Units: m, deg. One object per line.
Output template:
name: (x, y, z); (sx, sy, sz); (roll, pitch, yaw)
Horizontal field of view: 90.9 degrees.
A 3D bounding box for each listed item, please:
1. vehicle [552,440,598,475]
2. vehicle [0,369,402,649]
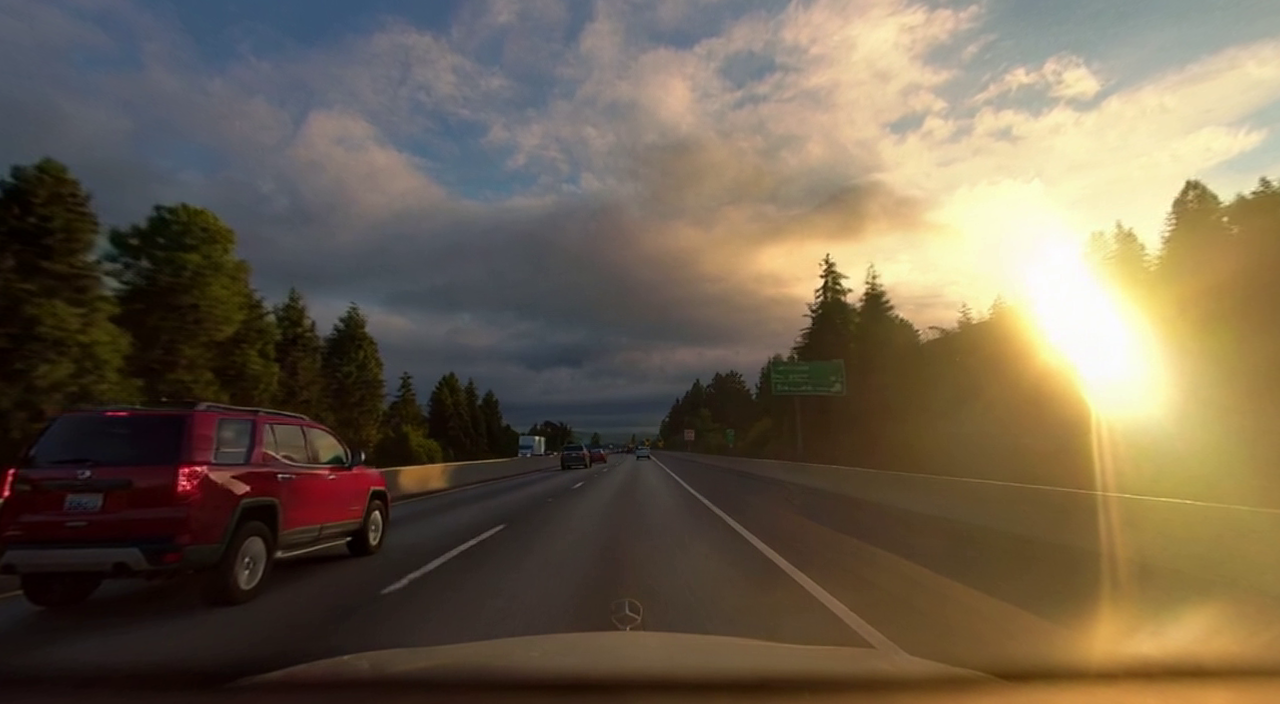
vehicle: (-3.602, 5.930, 35.694); (2.056, 1.811, 4.202); (-1, -9, 2)
vehicle: (-4.588, 1.447, 6.820); (2.102, 1.941, 4.703); (0, -9, 1)
